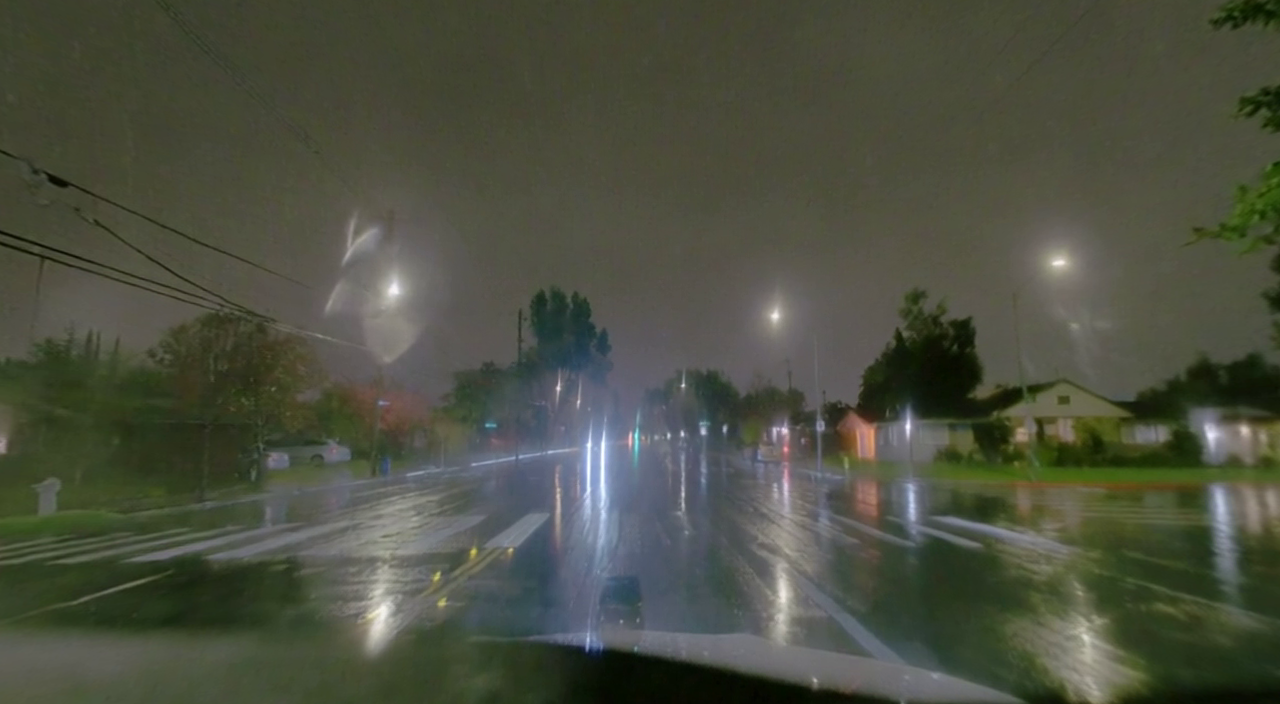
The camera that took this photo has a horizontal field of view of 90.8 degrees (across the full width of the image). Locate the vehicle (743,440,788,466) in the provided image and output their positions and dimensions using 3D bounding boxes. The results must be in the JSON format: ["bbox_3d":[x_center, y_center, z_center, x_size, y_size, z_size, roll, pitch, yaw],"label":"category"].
[{"bbox_3d":[8.005,6.498,40.792,2.029,1.554,4.705,0,-9,1],"label":"vehicle"}]

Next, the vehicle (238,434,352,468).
[{"bbox_3d":[-17.946,5.169,33.045,4.743,1.734,1.994,0,-9,0],"label":"vehicle"}]

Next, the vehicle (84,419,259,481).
[{"bbox_3d":[-17.922,3.762,24.392,4.800,2.259,2.303,0,-9,-1],"label":"vehicle"}]
